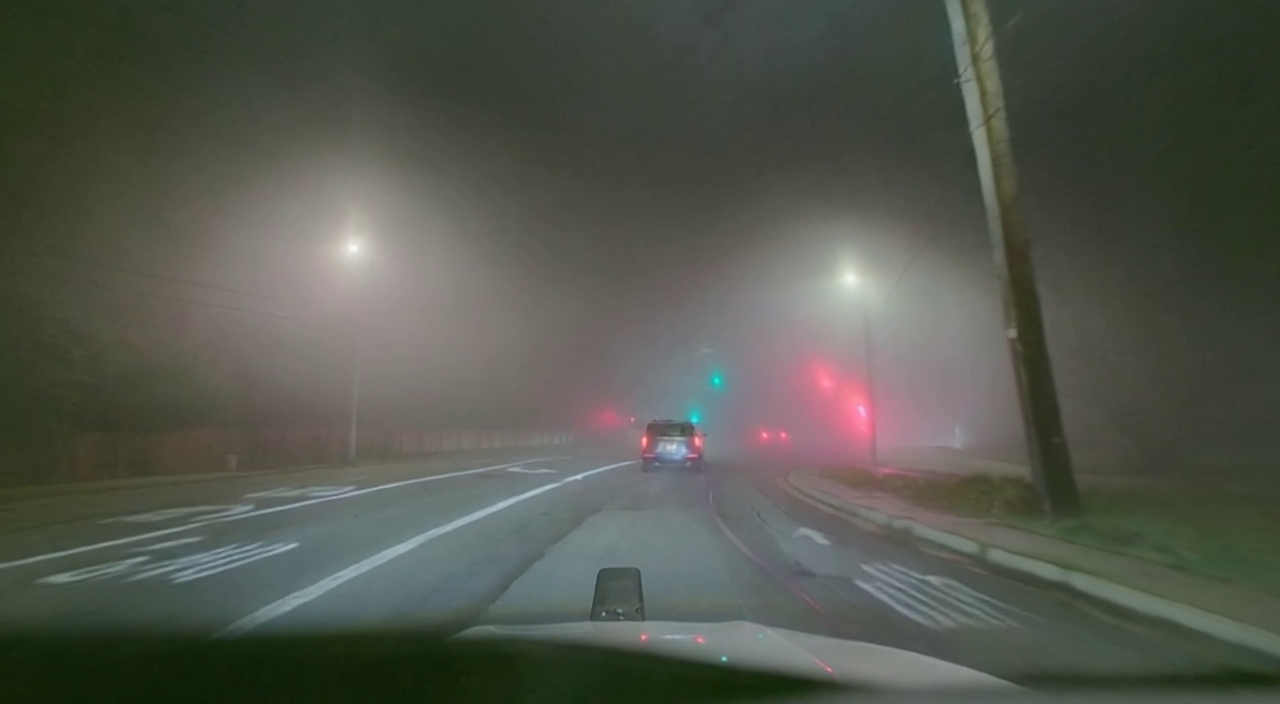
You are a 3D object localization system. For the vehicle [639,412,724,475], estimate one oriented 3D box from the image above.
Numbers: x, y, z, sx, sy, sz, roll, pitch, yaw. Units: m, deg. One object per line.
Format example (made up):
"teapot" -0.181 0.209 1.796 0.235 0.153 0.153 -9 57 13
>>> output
"vehicle" 1.504 2.983 20.916 2.230 1.827 4.580 -1 -8 11
